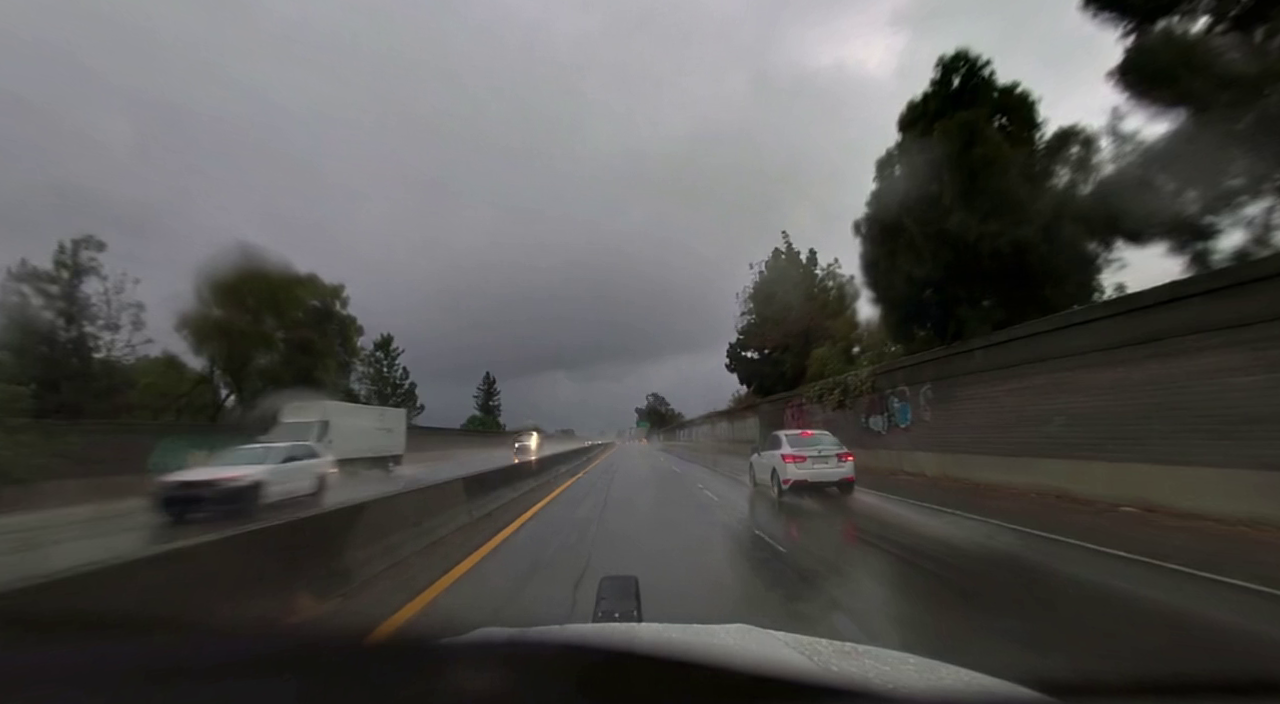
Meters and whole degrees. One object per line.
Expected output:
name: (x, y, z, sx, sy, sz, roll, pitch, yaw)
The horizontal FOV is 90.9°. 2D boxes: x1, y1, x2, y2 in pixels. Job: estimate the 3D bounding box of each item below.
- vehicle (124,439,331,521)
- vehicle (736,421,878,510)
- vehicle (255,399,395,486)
vehicle: (-9.367, 2.873, 14.871, 1.974, 1.602, 4.303, 0, -8, -1)
vehicle: (3.225, 2.249, 12.962, 1.841, 1.556, 3.618, 0, -8, -1)
vehicle: (-13.812, 4.052, 28.419, 2.817, 3.428, 6.773, 0, -8, -1)
